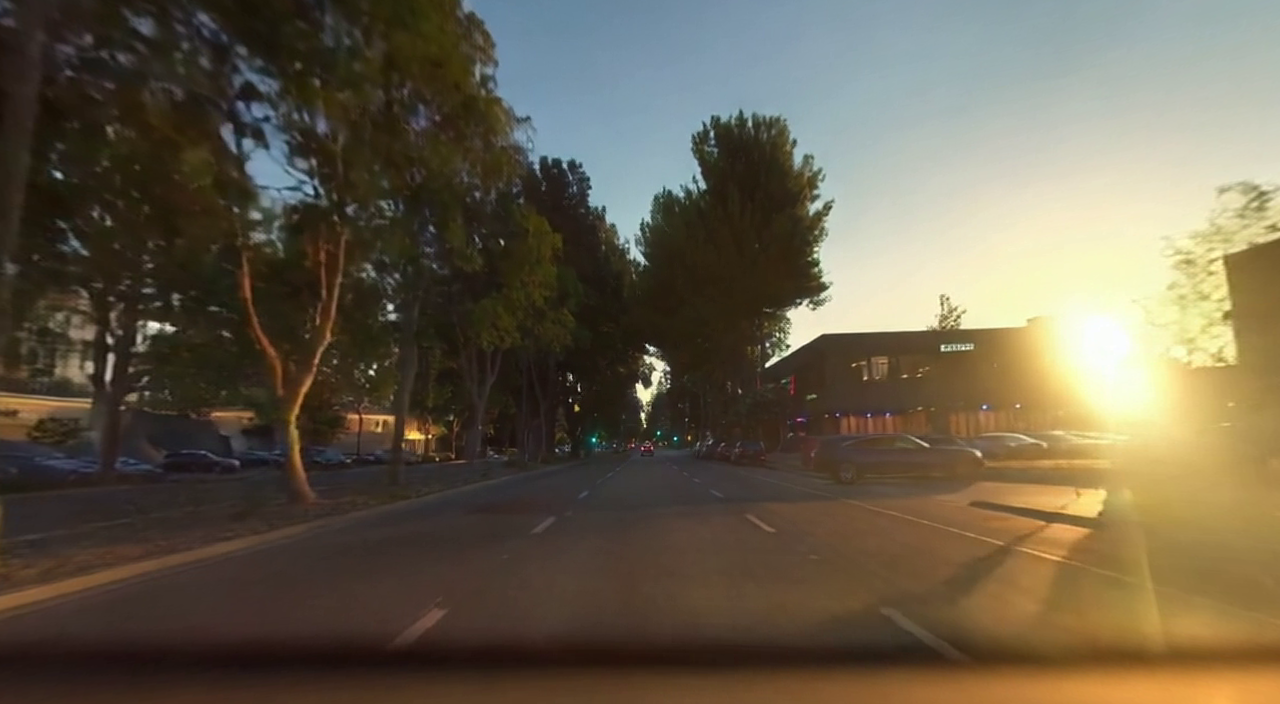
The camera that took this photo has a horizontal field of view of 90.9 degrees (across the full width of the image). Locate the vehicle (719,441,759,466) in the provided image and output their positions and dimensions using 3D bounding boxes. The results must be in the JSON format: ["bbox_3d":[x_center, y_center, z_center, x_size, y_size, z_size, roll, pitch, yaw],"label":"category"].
[{"bbox_3d":[7.267,7.504,46.669,2.084,1.736,4.754,0,-8,-1],"label":"vehicle"}]

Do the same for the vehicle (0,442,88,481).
[{"bbox_3d":[-32.963,5.818,33.574,4.895,1.947,2.182,0,-8,-1],"label":"vehicle"}]

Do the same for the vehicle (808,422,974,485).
[{"bbox_3d":[9.116,3.733,23.363,5.329,2.114,2.325,-3,-9,18],"label":"vehicle"}]

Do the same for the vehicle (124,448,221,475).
[{"bbox_3d":[-32.594,7.630,44.053,4.923,1.843,2.179,0,-8,0],"label":"vehicle"}]

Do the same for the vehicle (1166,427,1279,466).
[{"bbox_3d":[29.251,4.655,31.132,4.641,1.816,1.954,0,-8,2],"label":"vehicle"}]

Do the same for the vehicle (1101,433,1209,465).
[{"bbox_3d":[29.730,5.600,36.488,4.342,1.713,2.036,-1,-8,2],"label":"vehicle"}]

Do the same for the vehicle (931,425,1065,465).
[{"bbox_3d":[16.738,4.386,29.709,4.897,1.739,2.259,-1,-8,2],"label":"vehicle"}]

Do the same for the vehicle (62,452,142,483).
[{"bbox_3d":[-38.744,8.311,45.549,1.904,2.047,4.395,0,-8,-2],"label":"vehicle"}]
